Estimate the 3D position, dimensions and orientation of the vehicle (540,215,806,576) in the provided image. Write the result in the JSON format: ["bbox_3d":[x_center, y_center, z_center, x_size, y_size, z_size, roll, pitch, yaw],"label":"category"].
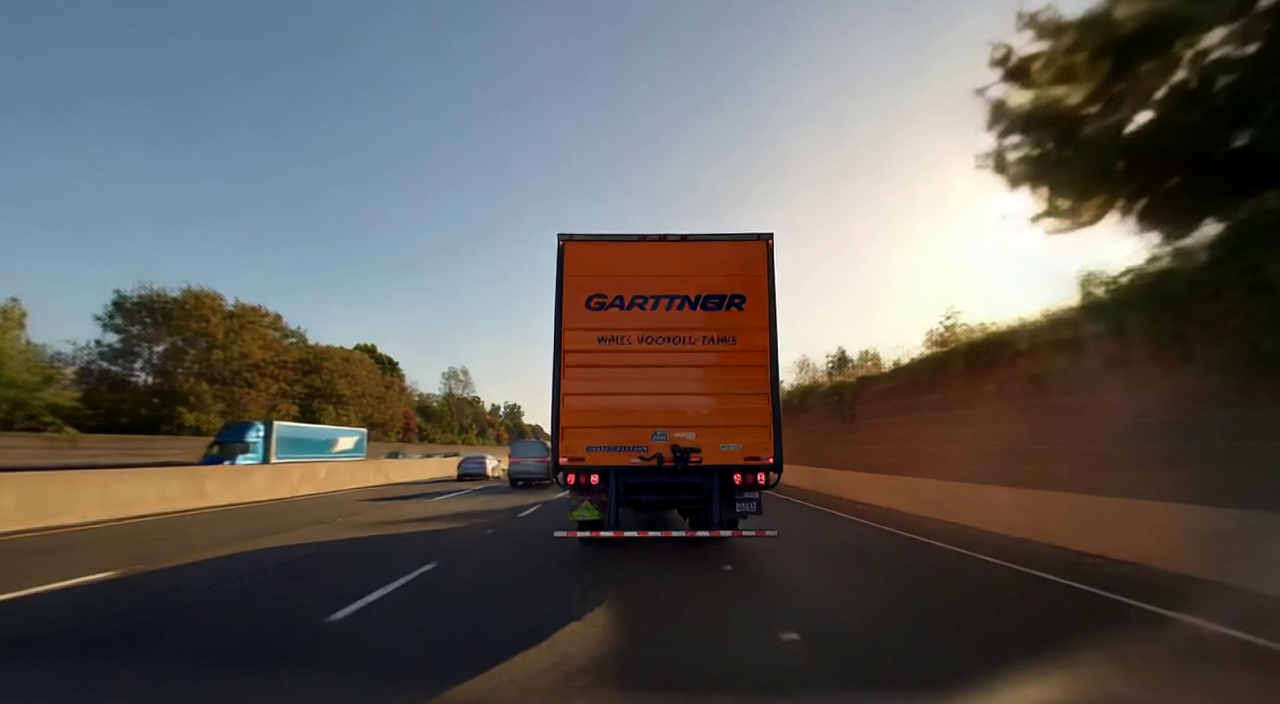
[{"bbox_3d":[0.441,1.227,12.294,2.853,4.054,10.557,0,-9,1],"label":"vehicle"}]

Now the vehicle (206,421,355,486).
[{"bbox_3d":[-25.485,7.406,46.239,2.807,3.948,13.958,0,-9,0],"label":"vehicle"}]

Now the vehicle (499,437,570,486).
[{"bbox_3d":[-4.649,4.922,28.554,2.293,2.015,4.915,0,-9,1],"label":"vehicle"}]

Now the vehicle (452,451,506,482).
[{"bbox_3d":[-8.234,5.844,32.495,1.828,1.502,3.385,0,-9,1],"label":"vehicle"}]
